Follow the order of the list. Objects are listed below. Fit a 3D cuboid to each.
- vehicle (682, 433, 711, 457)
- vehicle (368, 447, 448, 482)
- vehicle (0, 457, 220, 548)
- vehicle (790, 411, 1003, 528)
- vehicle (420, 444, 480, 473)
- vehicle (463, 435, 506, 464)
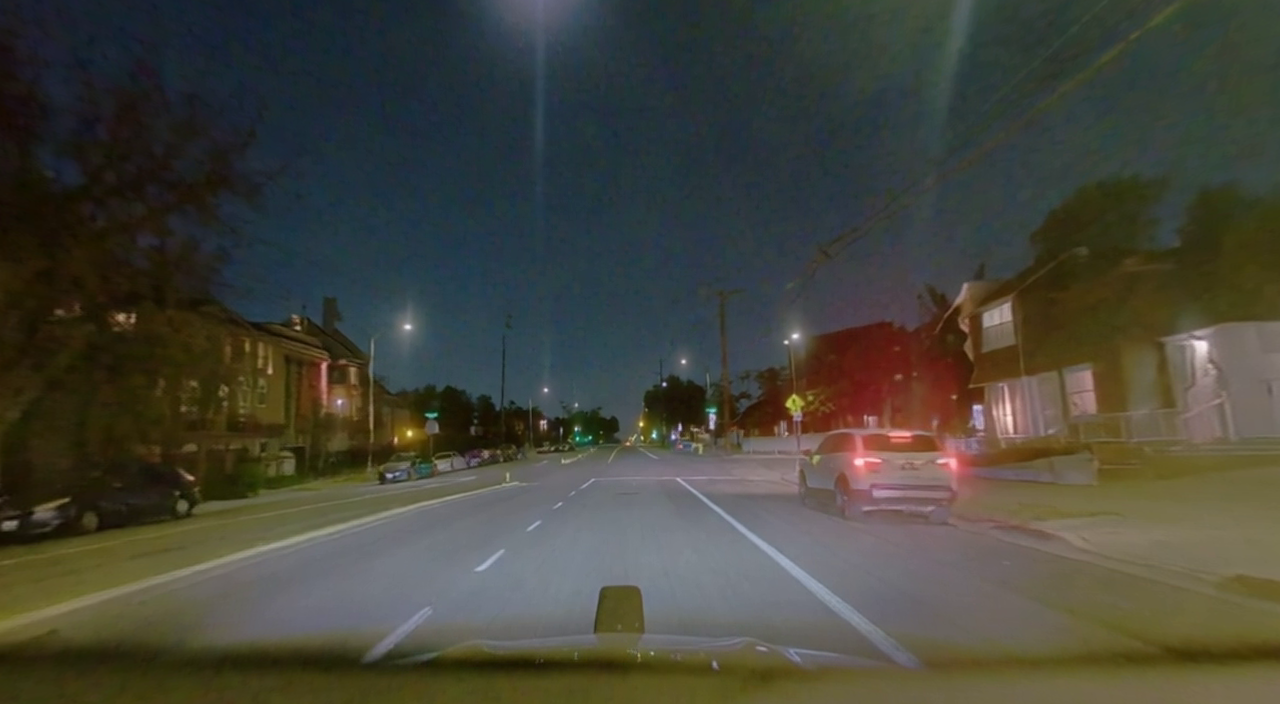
[{"bbox_3d":[4.252,7.094,48.176,1.867,1.680,4.176,0,-8,0],"label":"vehicle"},{"bbox_3d":[-11.213,5.448,30.959,1.970,1.523,4.702,-1,-8,2],"label":"vehicle"},{"bbox_3d":[-11.098,2.975,13.159,1.778,1.470,4.217,0,-8,0],"label":"vehicle"},{"bbox_3d":[4.497,2.128,11.985,2.126,1.802,4.259,0,-8,-2],"label":"vehicle"},{"bbox_3d":[-11.161,6.265,37.460,2.082,1.540,4.654,0,-8,0],"label":"vehicle"},{"bbox_3d":[-11.279,7.124,46.208,2.056,1.980,4.763,0,-8,-1],"label":"vehicle"}]
